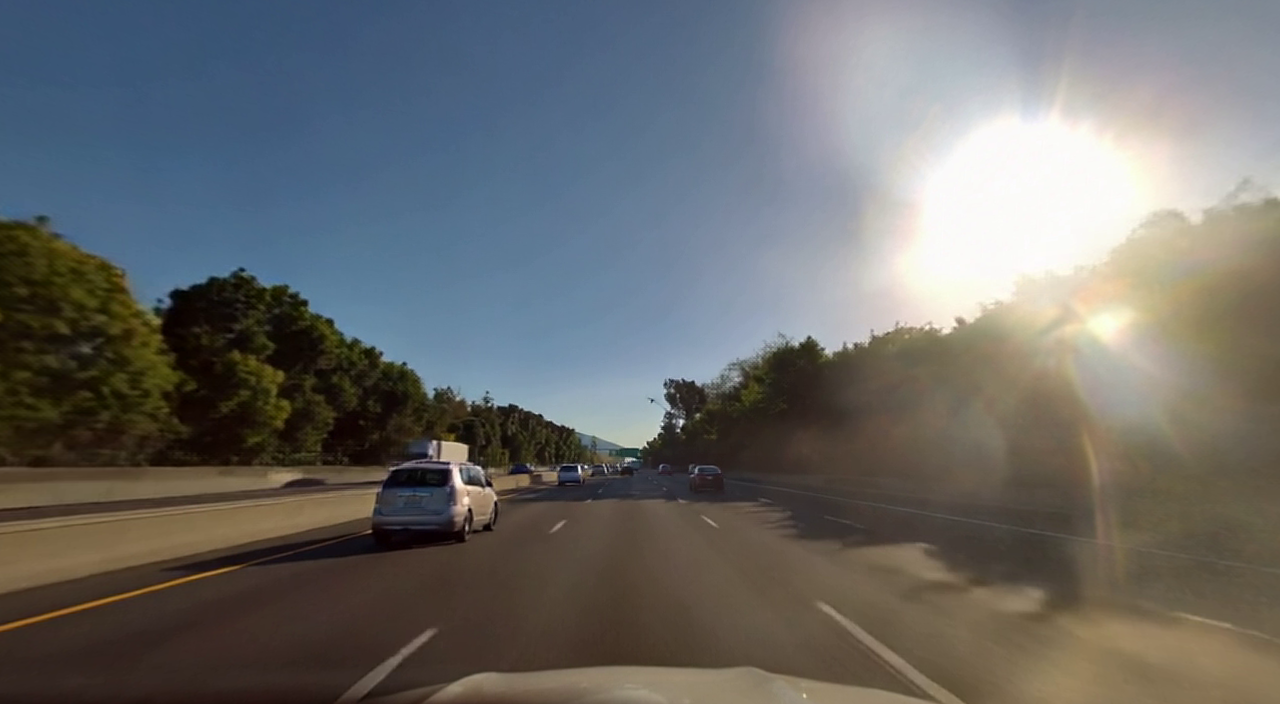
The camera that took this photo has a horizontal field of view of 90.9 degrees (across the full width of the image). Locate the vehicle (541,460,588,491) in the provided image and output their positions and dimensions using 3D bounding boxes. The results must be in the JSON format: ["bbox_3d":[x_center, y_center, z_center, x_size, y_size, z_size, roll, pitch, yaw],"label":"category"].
[{"bbox_3d":[-3.909,6.529,33.335,2.000,1.484,3.995,1,-10,-1],"label":"vehicle"}]

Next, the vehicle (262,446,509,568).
[{"bbox_3d":[-3.643,2.362,10.245,2.004,1.468,4.812,1,-10,0],"label":"vehicle"}]

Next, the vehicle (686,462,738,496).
[{"bbox_3d":[3.492,6.247,31.247,1.981,1.516,4.109,1,-10,-1],"label":"vehicle"}]
